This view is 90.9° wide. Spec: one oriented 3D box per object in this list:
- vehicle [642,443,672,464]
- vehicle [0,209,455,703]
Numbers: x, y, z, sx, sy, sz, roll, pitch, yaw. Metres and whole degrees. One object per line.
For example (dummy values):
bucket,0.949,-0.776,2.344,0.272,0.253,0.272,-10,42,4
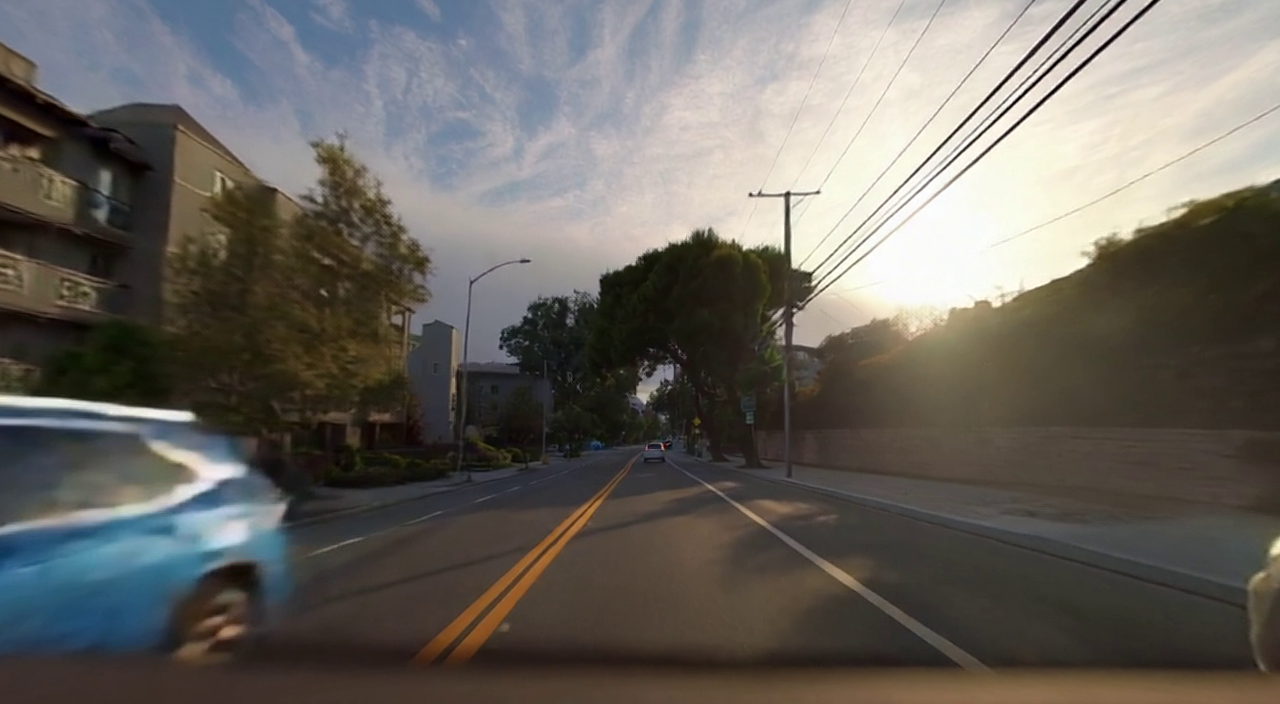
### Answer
vehicle,1.213,7.548,46.944,2.097,1.463,4.043,0,-9,0
vehicle,-2.937,0.780,2.601,2.469,2.023,5.896,0,-9,1
